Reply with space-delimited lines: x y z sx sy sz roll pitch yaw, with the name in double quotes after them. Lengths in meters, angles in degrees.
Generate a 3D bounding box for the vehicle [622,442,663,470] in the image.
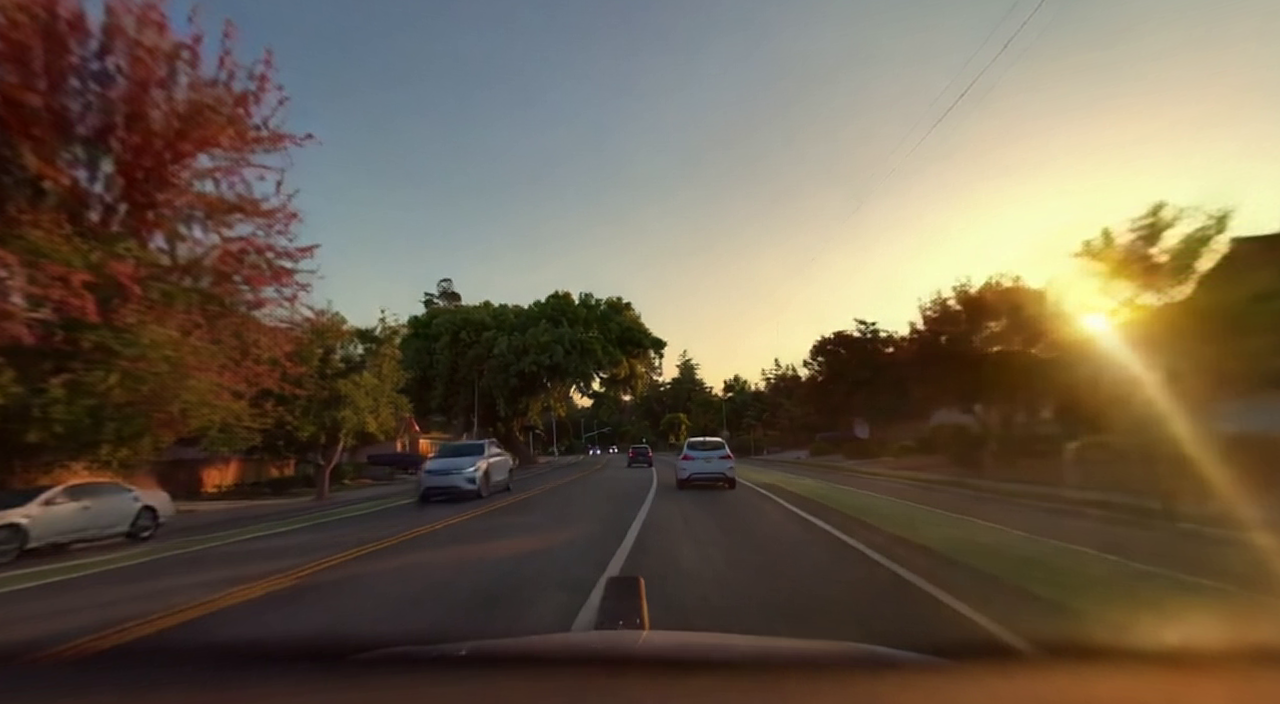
0.080 5.866 35.700 2.196 1.449 4.006 0 -9 -2 "vehicle"

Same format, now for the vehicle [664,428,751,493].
1.942 3.343 19.722 2.200 1.763 4.676 0 -9 0 "vehicle"

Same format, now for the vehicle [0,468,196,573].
-10.590 2.891 11.250 1.831 1.464 4.520 -1 -9 4 "vehicle"

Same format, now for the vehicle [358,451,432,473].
-17.496 7.869 45.220 4.514 1.523 1.860 0 -8 1 "vehicle"

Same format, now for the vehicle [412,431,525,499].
-5.346 3.599 20.513 2.146 1.912 4.878 -1 -9 2 "vehicle"
